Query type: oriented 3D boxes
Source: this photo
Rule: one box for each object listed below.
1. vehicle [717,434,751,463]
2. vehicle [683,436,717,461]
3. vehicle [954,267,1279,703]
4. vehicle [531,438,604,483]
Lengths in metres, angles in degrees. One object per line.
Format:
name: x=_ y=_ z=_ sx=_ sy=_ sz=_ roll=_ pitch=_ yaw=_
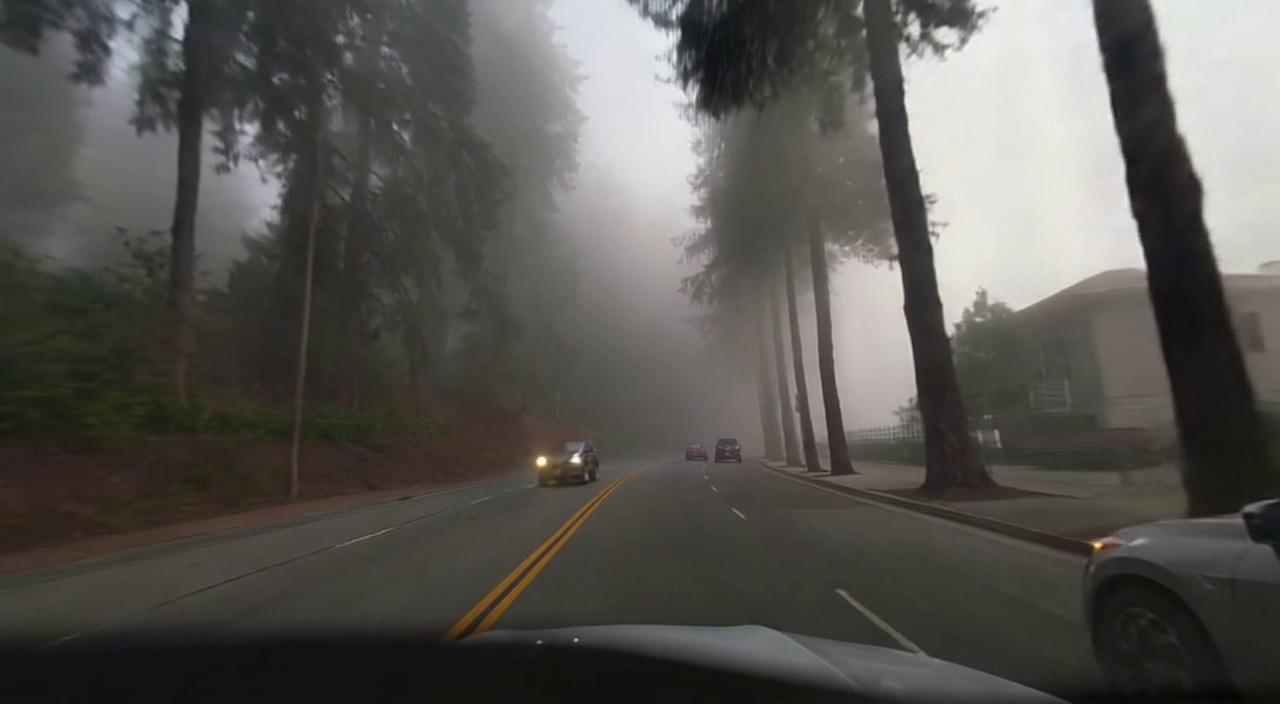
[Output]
vehicle: x=6.220 y=6.404 z=41.815 sx=2.069 sy=1.791 sz=4.422 roll=-1 pitch=-8 yaw=8
vehicle: x=4.780 y=7.598 z=49.585 sx=2.158 sy=1.852 sz=4.485 roll=-2 pitch=-9 yaw=11
vehicle: x=3.229 y=0.595 z=1.620 sx=2.219 sy=1.881 sz=5.104 roll=0 pitch=-8 yaw=1
vehicle: x=-2.636 y=4.069 z=23.873 sx=1.958 sy=1.538 sz=4.081 roll=-1 pitch=-8 yaw=5
